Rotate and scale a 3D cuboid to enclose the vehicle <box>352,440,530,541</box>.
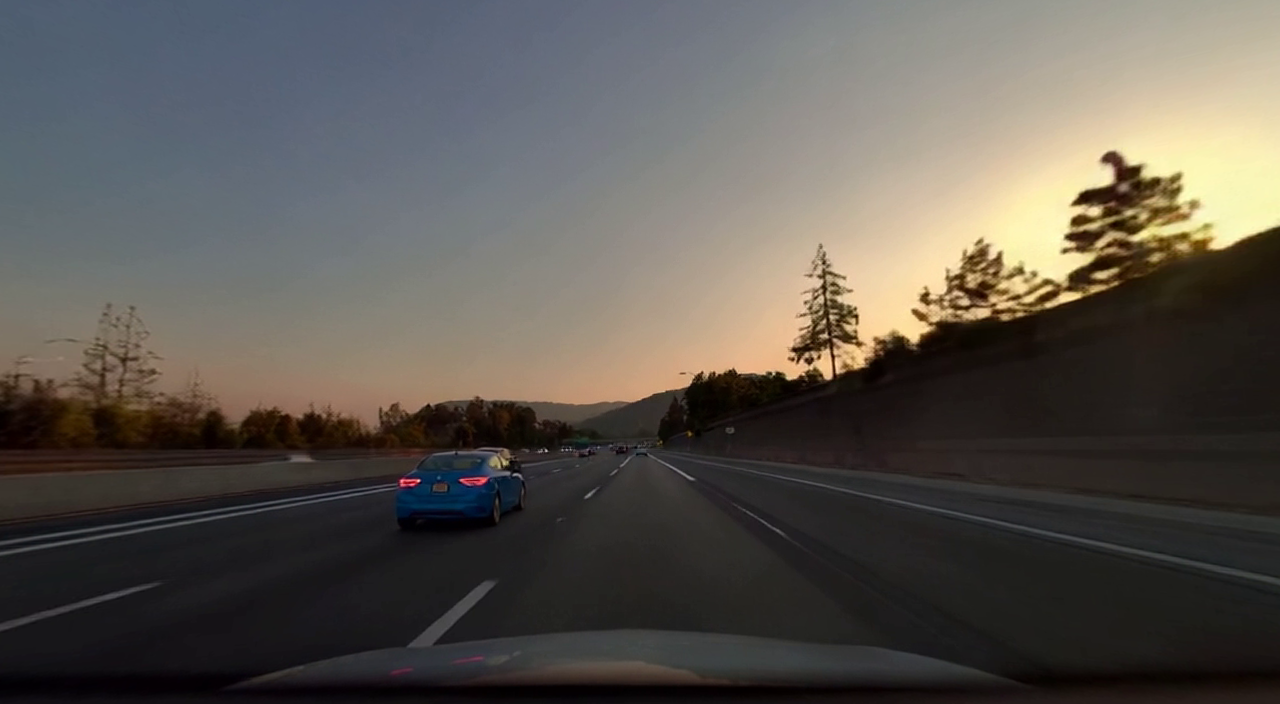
[{"bbox_3d":[-3.311,2.357,11.360,1.935,1.479,3.787,0,-9,0],"label":"vehicle"}]
